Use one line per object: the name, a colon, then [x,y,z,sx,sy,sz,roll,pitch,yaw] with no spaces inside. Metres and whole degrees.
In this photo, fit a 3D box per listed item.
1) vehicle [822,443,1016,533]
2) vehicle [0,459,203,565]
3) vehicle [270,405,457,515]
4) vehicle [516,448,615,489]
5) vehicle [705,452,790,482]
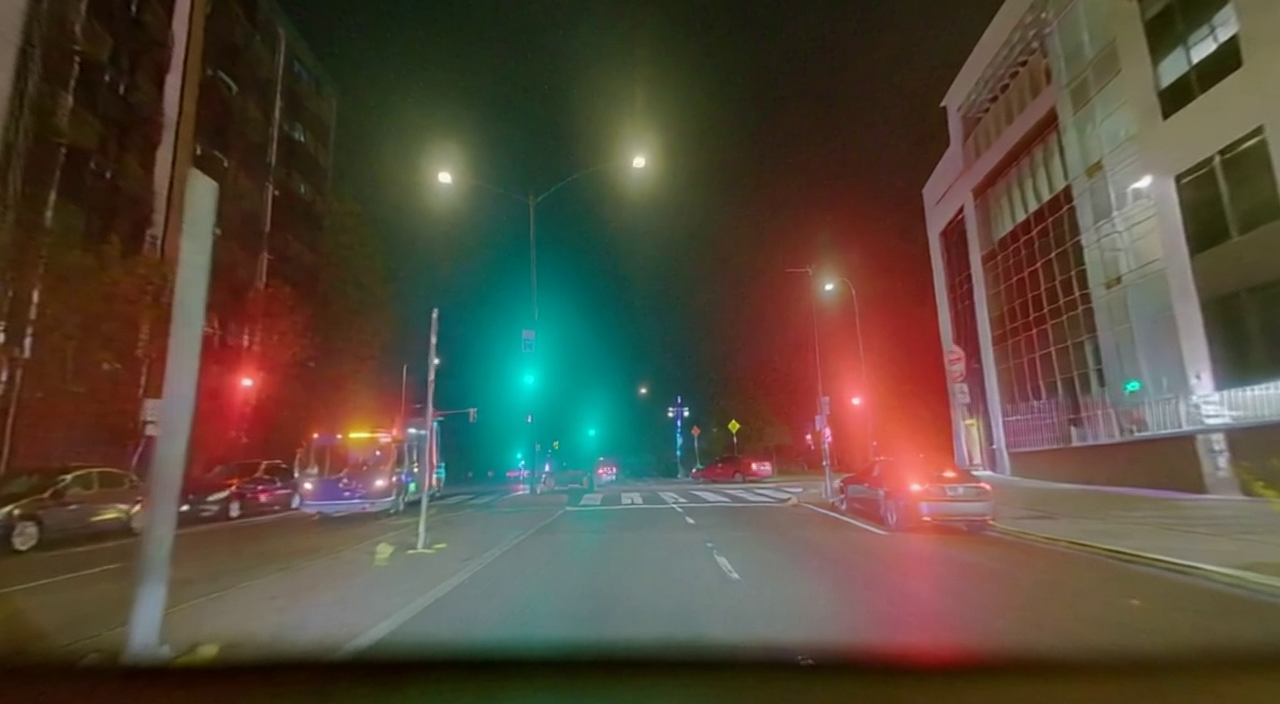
vehicle: [5.469,2.679,13.166,1.888,1.536,4.381,0,-8,-2]
vehicle: [-11.377,3.005,12.653,1.968,1.608,4.609,0,-8,-1]
vehicle: [-8.380,3.378,20.291,2.591,2.910,6.652,-1,-8,4]
vehicle: [-3.839,5.987,32.851,4.742,1.906,1.933,6,-10,-35]
vehicle: [6.218,6.703,36.963,4.693,1.617,1.849,-1,-8,2]
